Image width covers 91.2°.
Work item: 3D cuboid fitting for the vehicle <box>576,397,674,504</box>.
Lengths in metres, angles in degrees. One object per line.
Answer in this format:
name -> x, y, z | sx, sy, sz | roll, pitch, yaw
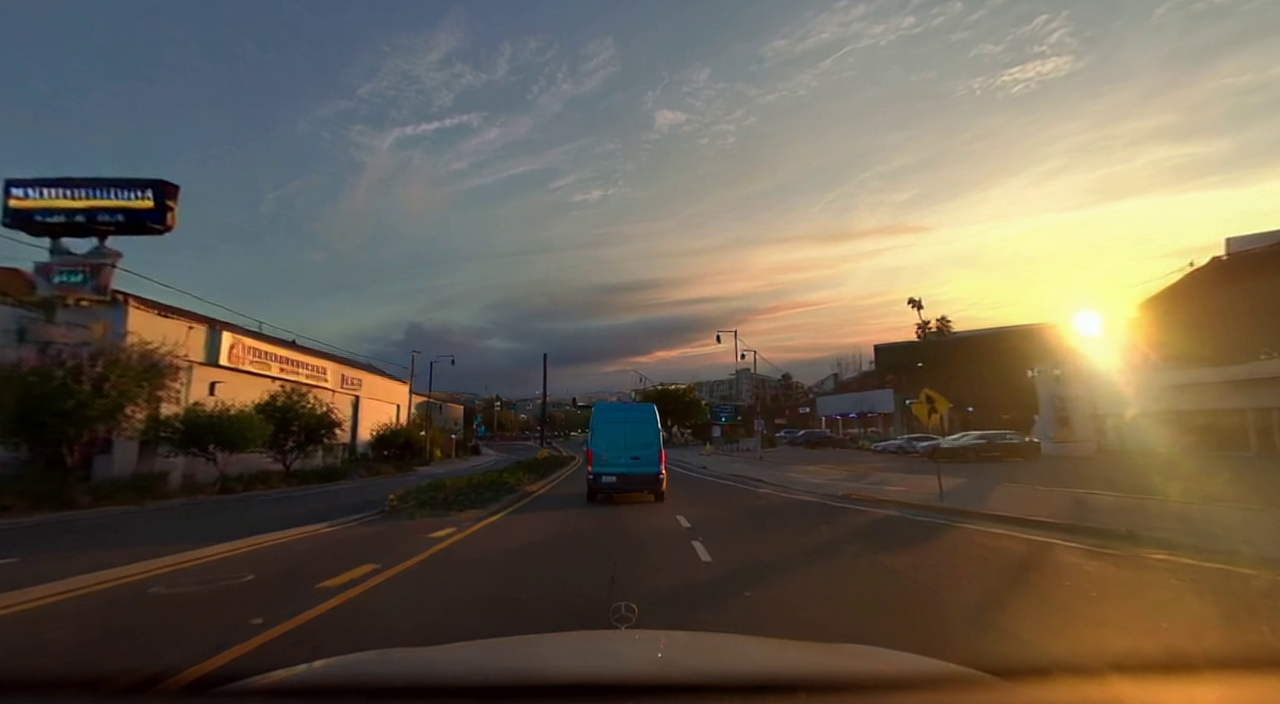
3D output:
vehicle -> -0.597, 2.879, 18.467 | 2.432, 2.624, 5.670 | 0, -9, -4
